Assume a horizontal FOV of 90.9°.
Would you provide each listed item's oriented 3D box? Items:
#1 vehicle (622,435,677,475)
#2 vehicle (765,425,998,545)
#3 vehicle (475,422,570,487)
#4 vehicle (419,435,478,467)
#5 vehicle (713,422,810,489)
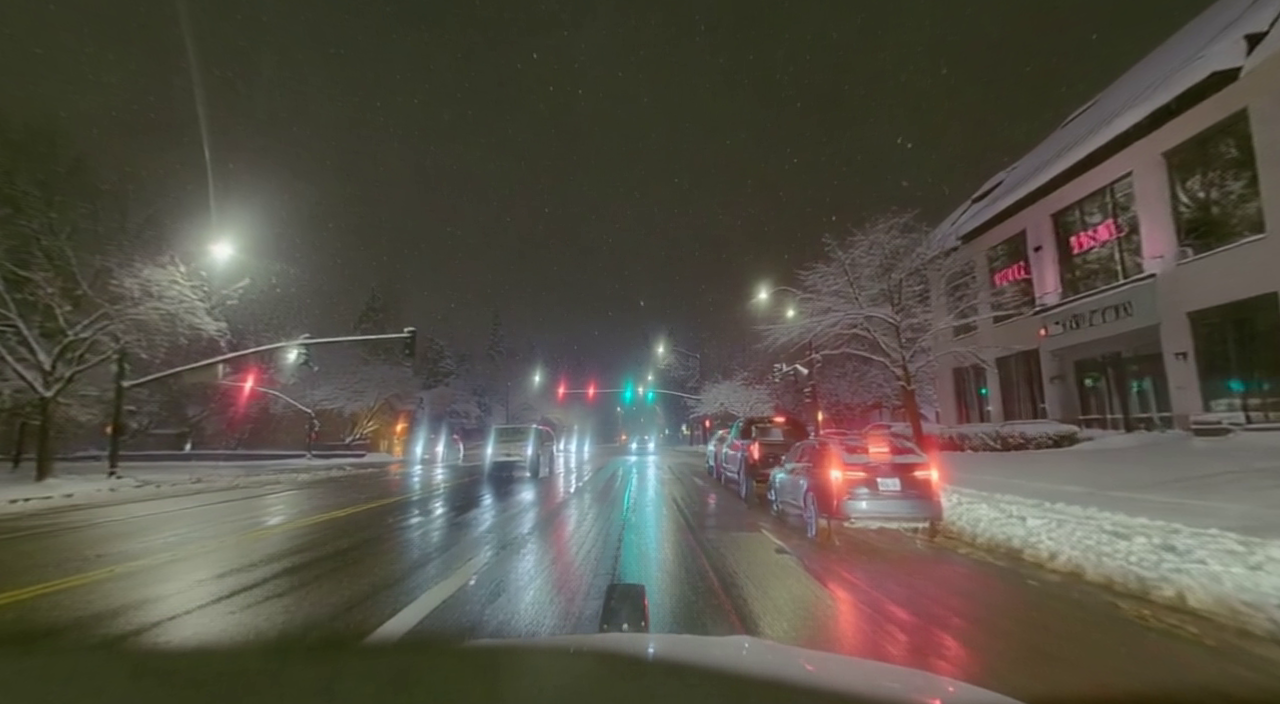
[{"bbox_3d":[0.296,3.999,24.688,1.971,1.433,3.923,0,-8,-1],"label":"vehicle"},{"bbox_3d":[3.419,1.958,9.944,1.913,1.463,4.198,0,-8,-1],"label":"vehicle"},{"bbox_3d":[-3.438,3.112,19.362,2.023,1.720,4.452,0,-8,1],"label":"vehicle"},{"bbox_3d":[-10.439,5.403,34.597,1.989,1.598,4.054,-1,-8,0],"label":"vehicle"},{"bbox_3d":[3.465,3.047,18.821,1.992,1.744,4.183,0,-8,-1],"label":"vehicle"}]
